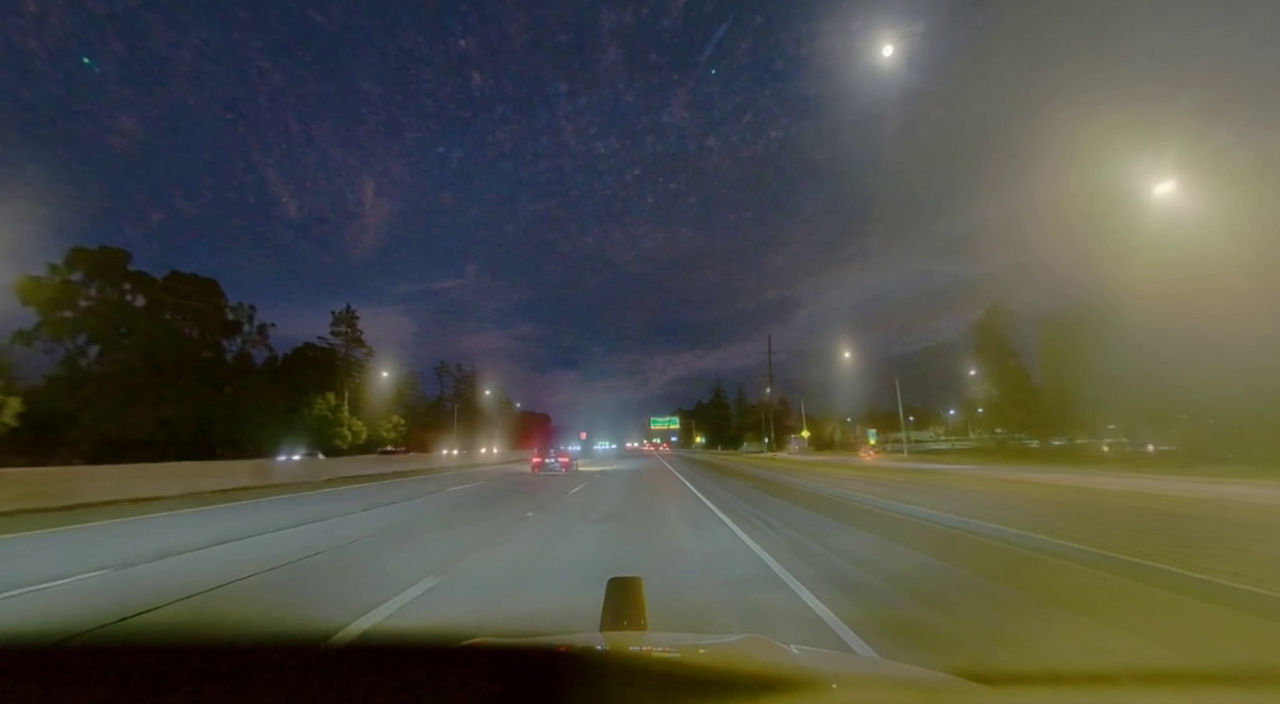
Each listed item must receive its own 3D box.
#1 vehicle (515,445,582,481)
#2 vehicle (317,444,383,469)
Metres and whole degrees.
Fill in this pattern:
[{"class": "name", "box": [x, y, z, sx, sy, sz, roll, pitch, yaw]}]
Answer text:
[{"class": "vehicle", "box": [-3.748, 4.614, 26.595, 2.048, 1.368, 4.613, 0, -9, 1]}, {"class": "vehicle", "box": [-18.008, 6.494, 39.373, 1.876, 1.409, 4.483, 0, -9, 1]}]
